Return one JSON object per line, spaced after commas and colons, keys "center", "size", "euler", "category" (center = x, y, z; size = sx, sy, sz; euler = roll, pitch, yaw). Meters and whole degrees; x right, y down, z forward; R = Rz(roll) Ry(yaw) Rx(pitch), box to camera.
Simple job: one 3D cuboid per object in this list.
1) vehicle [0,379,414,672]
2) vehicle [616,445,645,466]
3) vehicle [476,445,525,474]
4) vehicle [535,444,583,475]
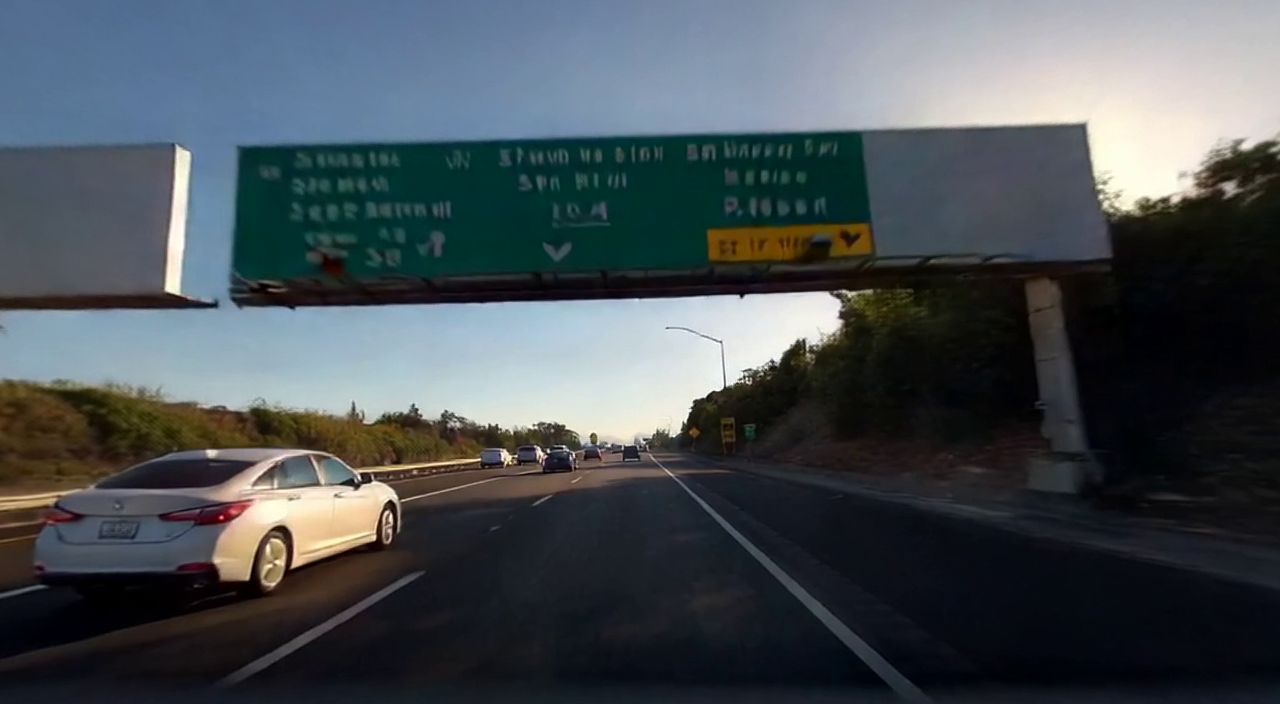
{"center": [-4.123, 1.414, 6.194], "size": [2.074, 1.779, 4.588], "euler": [0, -9, 0], "category": "vehicle"}
{"center": [-0.698, 7.689, 46.747], "size": [2.023, 1.479, 3.718], "euler": [0, -9, 0], "category": "vehicle"}
{"center": [-7.874, 6.083, 35.715], "size": [1.936, 1.516, 3.904], "euler": [0, -9, 0], "category": "vehicle"}
{"center": [-4.149, 5.571, 32.711], "size": [1.988, 1.477, 4.118], "euler": [0, -9, 0], "category": "vehicle"}
